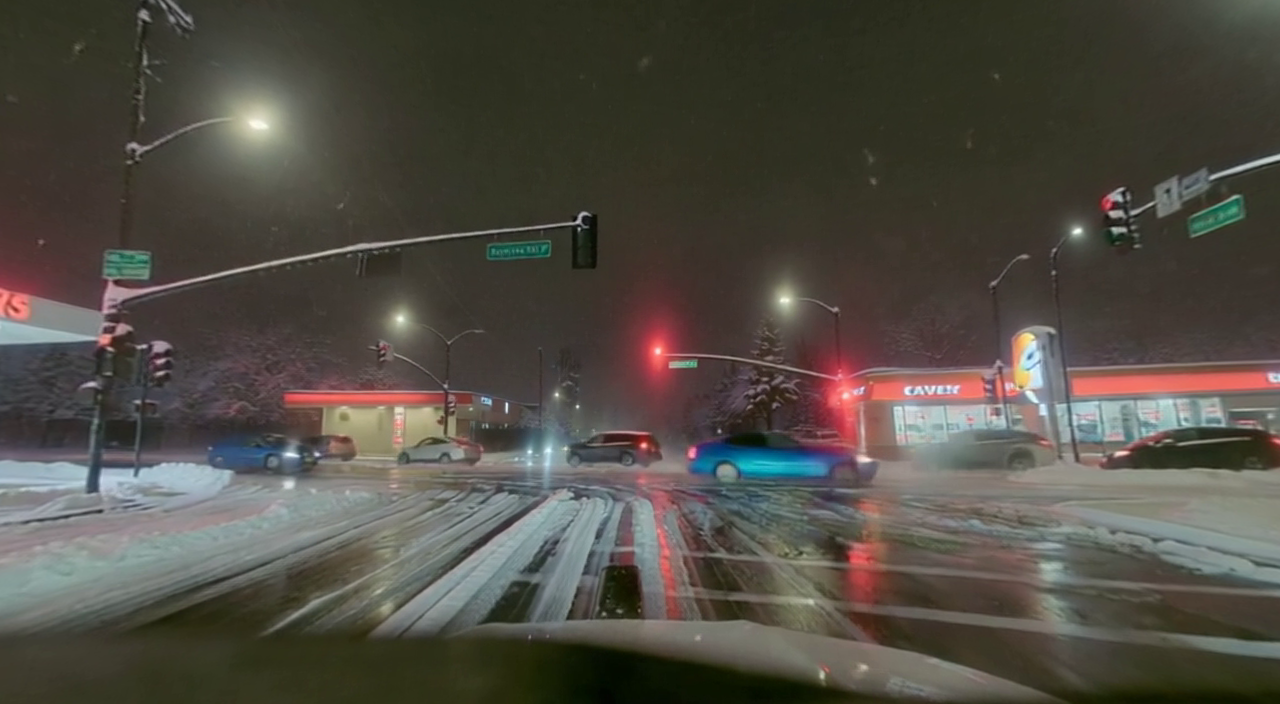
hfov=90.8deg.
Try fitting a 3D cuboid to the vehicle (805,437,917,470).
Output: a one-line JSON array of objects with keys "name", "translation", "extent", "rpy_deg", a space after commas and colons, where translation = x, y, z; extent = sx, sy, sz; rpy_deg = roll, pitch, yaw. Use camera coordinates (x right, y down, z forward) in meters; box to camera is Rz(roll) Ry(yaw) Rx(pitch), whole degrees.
[{"name": "vehicle", "translation": [10.757, 4.973, 31.007], "extent": [4.792, 1.467, 1.831], "rpy_deg": [-8, -12, 42]}]

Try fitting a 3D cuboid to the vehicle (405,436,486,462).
[{"name": "vehicle", "translation": [-11.889, 5.945, 38.602], "extent": [4.801, 1.466, 1.830], "rpy_deg": [-5, -10, 27]}]

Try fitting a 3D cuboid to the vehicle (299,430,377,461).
[{"name": "vehicle", "translation": [-18.071, 5.628, 37.744], "extent": [4.311, 1.742, 1.864], "rpy_deg": [-5, -10, 26]}]

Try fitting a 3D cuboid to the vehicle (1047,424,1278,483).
[{"name": "vehicle", "translation": [14.721, 2.917, 18.245], "extent": [4.681, 1.495, 2.096], "rpy_deg": [-5, -10, 26]}]

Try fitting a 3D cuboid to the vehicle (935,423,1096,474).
[{"name": "vehicle", "translation": [12.984, 3.402, 22.257], "extent": [4.568, 1.643, 1.911], "rpy_deg": [-4, -9, 24]}]

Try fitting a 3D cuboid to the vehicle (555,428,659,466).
[{"name": "vehicle", "translation": [-1.574, 4.458, 29.620], "extent": [4.562, 1.676, 1.819], "rpy_deg": [-5, -10, 26]}]

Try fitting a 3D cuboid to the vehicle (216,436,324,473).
[{"name": "vehicle", "translation": [-16.145, 4.449, 27.502], "extent": [4.670, 1.458, 1.959], "rpy_deg": [-6, -10, 30]}]

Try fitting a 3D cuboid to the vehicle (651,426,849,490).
[{"name": "vehicle", "translation": [2.863, 2.802, 16.804], "extent": [4.806, 1.482, 1.862], "rpy_deg": [-5, -10, 28]}]
